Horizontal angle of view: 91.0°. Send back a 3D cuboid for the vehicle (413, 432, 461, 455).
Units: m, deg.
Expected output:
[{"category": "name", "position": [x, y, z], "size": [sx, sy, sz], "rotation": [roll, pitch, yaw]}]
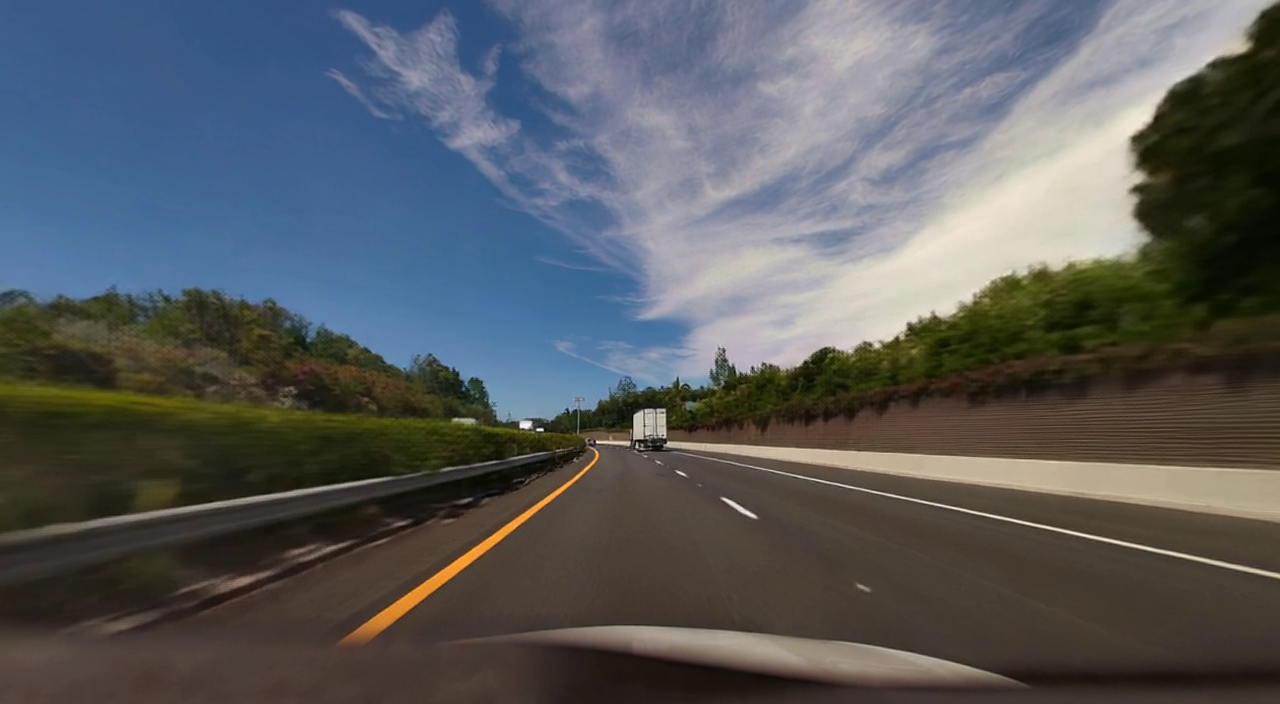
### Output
[{"category": "vehicle", "position": [-14.064, 6.368, 43.950], "size": [2.027, 1.507, 4.580], "rotation": [0, -8, -3]}]
